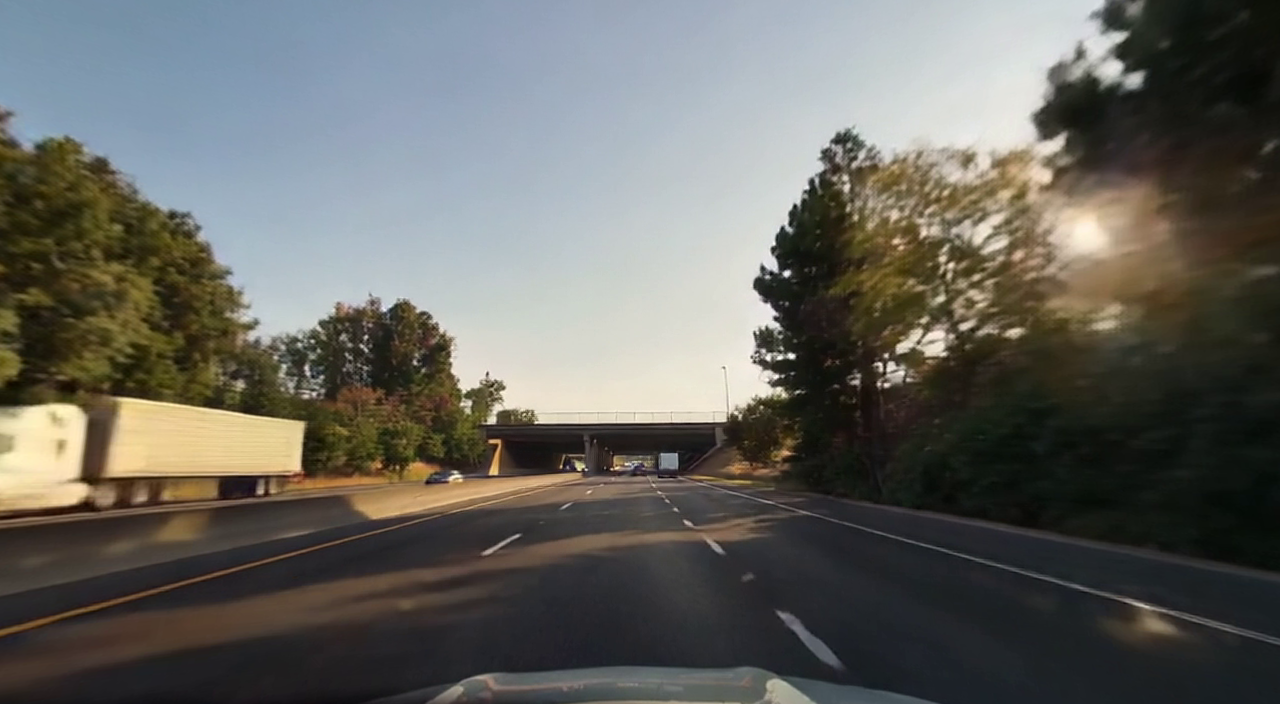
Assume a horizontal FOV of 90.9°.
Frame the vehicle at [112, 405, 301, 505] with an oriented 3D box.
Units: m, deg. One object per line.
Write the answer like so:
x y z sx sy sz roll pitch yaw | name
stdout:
-20.587 5.120 30.913 2.898 4.126 8.607 1 -10 0 | vehicle

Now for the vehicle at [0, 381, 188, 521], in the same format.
-20.551 3.399 21.365 2.936 4.096 9.901 1 -10 0 | vehicle
